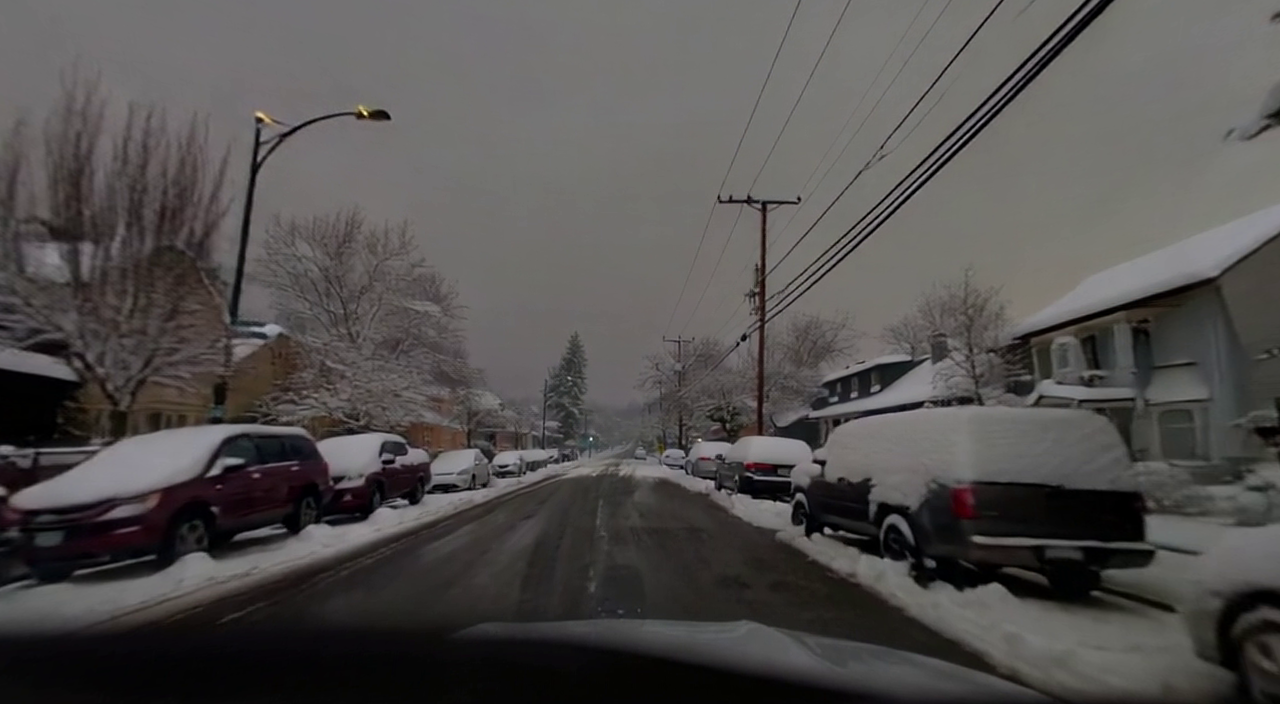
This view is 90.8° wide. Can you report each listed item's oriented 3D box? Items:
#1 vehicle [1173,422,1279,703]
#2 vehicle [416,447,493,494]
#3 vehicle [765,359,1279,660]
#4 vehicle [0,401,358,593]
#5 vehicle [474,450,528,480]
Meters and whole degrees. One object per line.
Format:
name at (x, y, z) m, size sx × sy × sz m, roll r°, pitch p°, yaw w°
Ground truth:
vehicle at (3.883, 0.839, 1.177) m, size 1.990 × 1.521 × 4.153 m, roll 0°, pitch -8°, yaw -3°
vehicle at (-6.650, 4.265, 23.201) m, size 1.866 × 1.474 × 4.753 m, roll 1°, pitch -8°, yaw -6°
vehicle at (3.211, 1.466, 7.138) m, size 2.237 × 2.071 × 5.332 m, roll 0°, pitch -8°, yaw -3°
vehicle at (-6.009, 1.818, 8.830) m, size 2.034 × 1.923 × 4.713 m, roll 0°, pitch -8°, yaw -1°
vehicle at (-6.955, 5.669, 32.061) m, size 1.958 × 1.359 × 4.357 m, roll 0°, pitch -8°, yaw -3°
